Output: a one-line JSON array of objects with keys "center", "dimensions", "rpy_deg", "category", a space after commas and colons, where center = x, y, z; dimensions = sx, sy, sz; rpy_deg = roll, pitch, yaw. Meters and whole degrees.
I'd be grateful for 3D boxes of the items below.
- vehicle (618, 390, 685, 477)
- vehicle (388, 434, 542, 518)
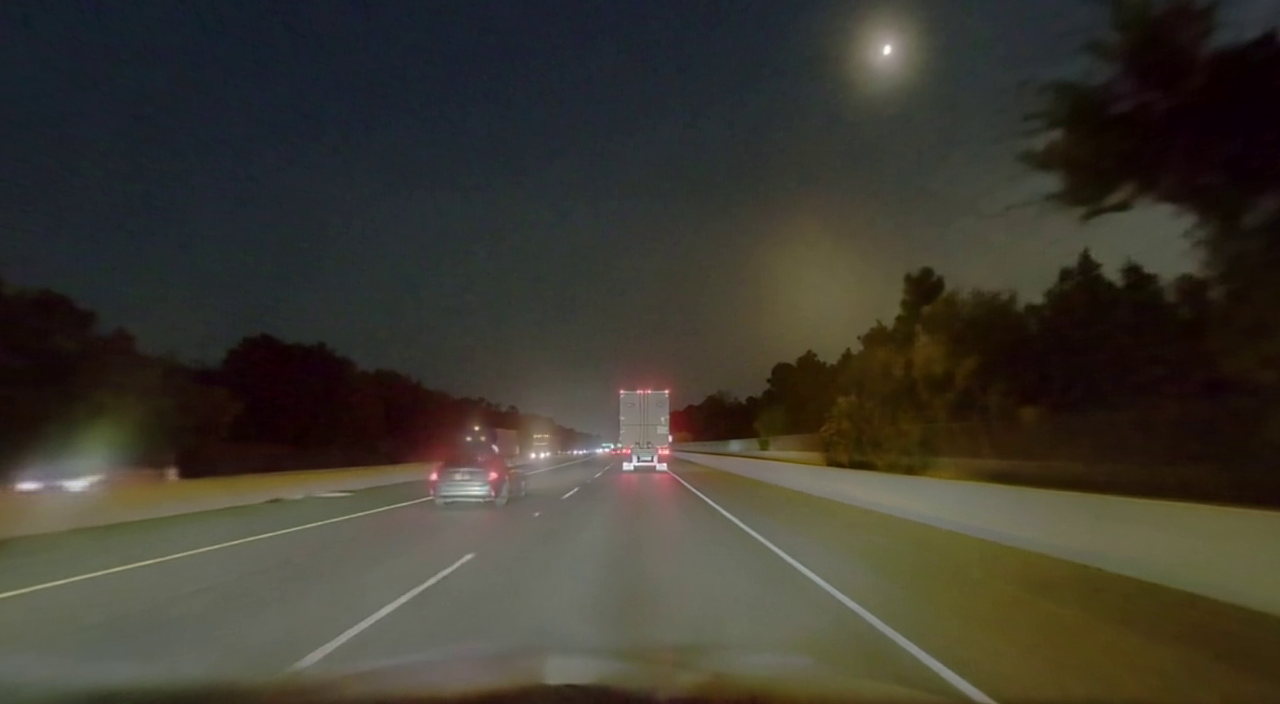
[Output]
[{"center": [0.429, 4.375, 32.738], "dimensions": [2.959, 3.828, 9.617], "rpy_deg": [0, -9, -1], "category": "vehicle"}, {"center": [-3.680, 2.735, 14.368], "dimensions": [2.074, 1.546, 4.946], "rpy_deg": [0, -9, 0], "category": "vehicle"}]
